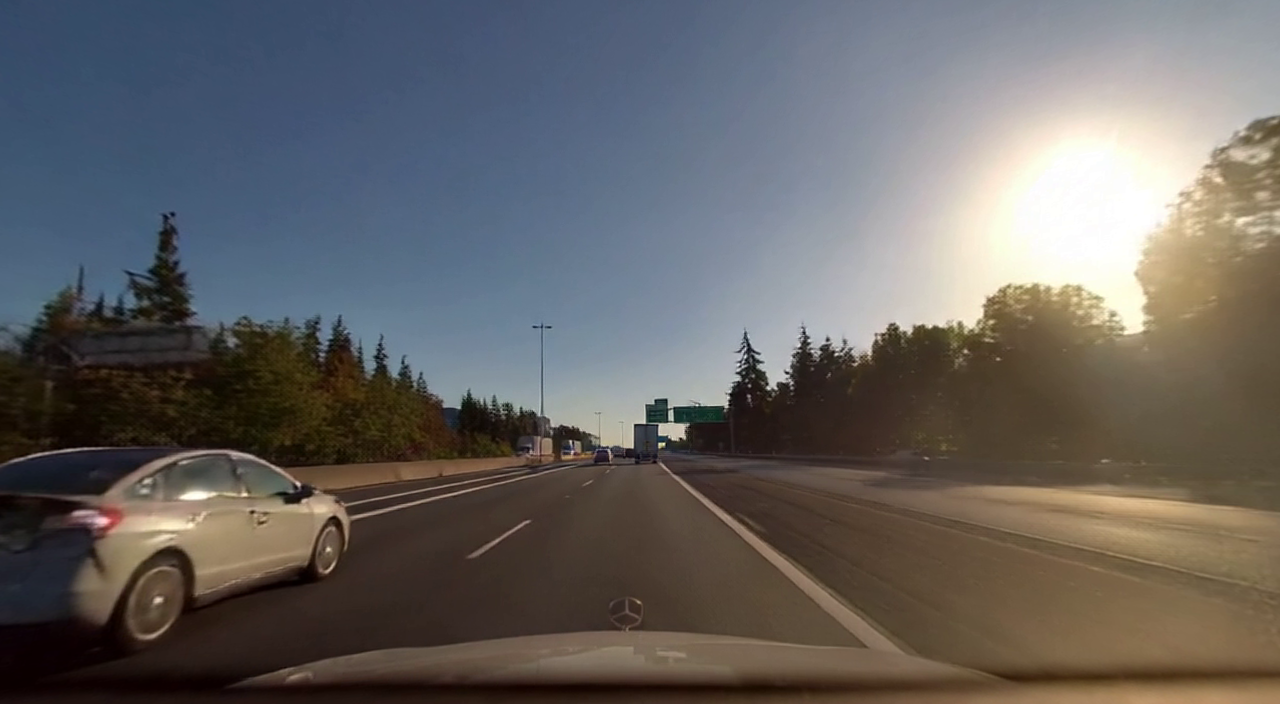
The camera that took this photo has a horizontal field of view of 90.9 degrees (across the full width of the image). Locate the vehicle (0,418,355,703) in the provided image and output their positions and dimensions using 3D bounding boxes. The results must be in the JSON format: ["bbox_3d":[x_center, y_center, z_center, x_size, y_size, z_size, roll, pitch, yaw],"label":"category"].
[{"bbox_3d":[-4.215,1.364,5.023,1.945,1.488,4.043,0,-9,0],"label":"vehicle"}]
